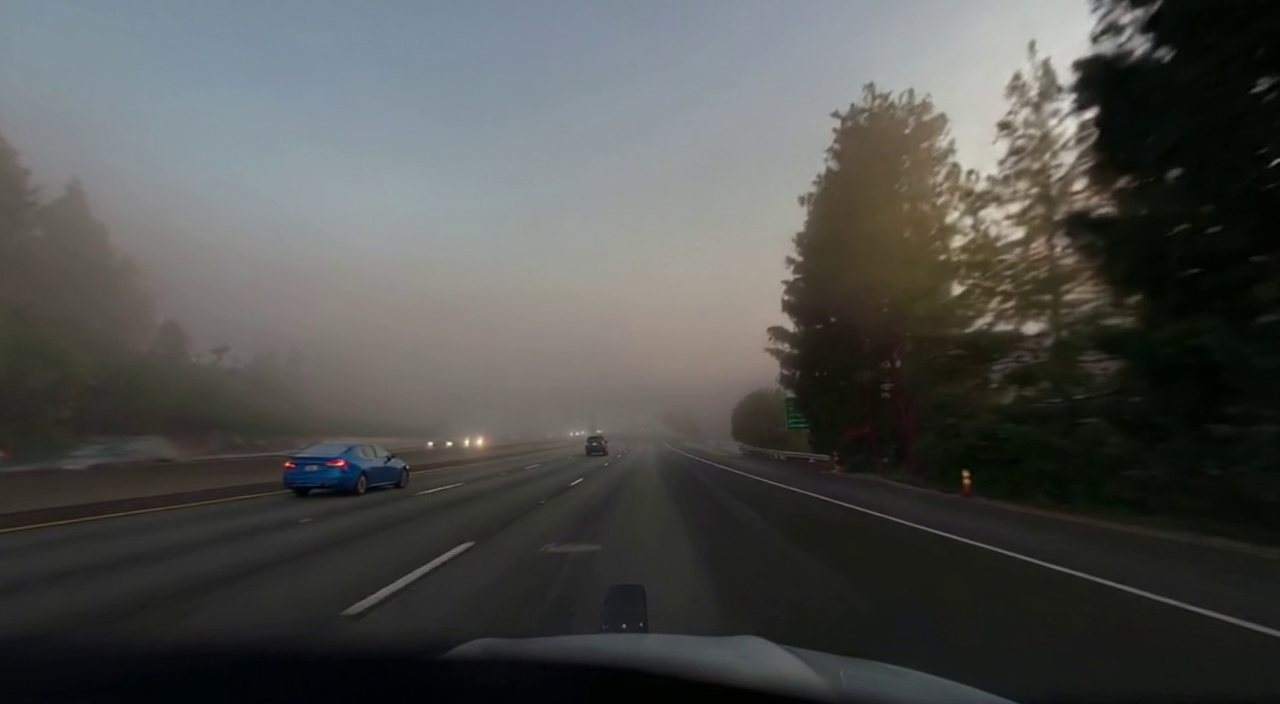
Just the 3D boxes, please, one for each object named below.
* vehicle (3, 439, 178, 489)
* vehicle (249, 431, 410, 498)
[{"bbox_3d":[-17.742,3.611,20.697,1.867,1.458,4.243,0,-8,0],"label":"vehicle"},{"bbox_3d":[-7.783,2.852,16.358,1.987,1.486,4.174,0,-8,1],"label":"vehicle"}]
